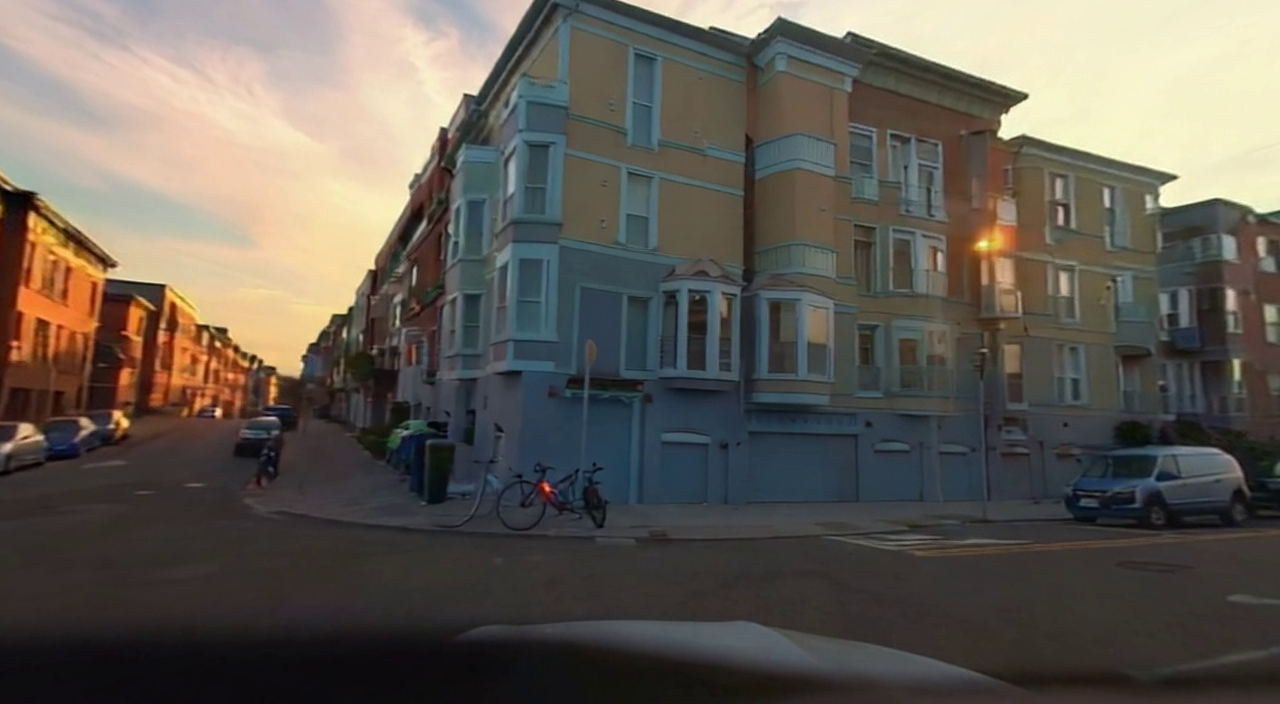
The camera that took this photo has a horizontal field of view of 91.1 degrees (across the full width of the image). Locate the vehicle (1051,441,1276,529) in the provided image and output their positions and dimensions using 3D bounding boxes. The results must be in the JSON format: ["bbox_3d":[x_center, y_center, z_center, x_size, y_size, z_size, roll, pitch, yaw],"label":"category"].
[{"bbox_3d":[10.337,2.557,12.504,3.414,1.519,1.719,3,-8,-16],"label":"vehicle"}]

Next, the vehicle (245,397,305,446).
[{"bbox_3d":[-16.906,3.274,29.021,2.072,2.074,4.358,5,-9,-31],"label":"vehicle"}]

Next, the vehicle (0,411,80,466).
[{"bbox_3d":[-17.941,2.459,18.037,1.897,1.431,3.741,4,-9,-28],"label":"vehicle"}]

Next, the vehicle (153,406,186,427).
[{"bbox_3d":[-35.483,4.912,47.461,1.777,1.459,3.676,6,-9,-34],"label":"vehicle"}]

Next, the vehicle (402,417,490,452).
[{"bbox_3d":[-8.595,3.671,27.859,3.404,1.431,1.641,4,-9,-28],"label":"vehicle"}]
